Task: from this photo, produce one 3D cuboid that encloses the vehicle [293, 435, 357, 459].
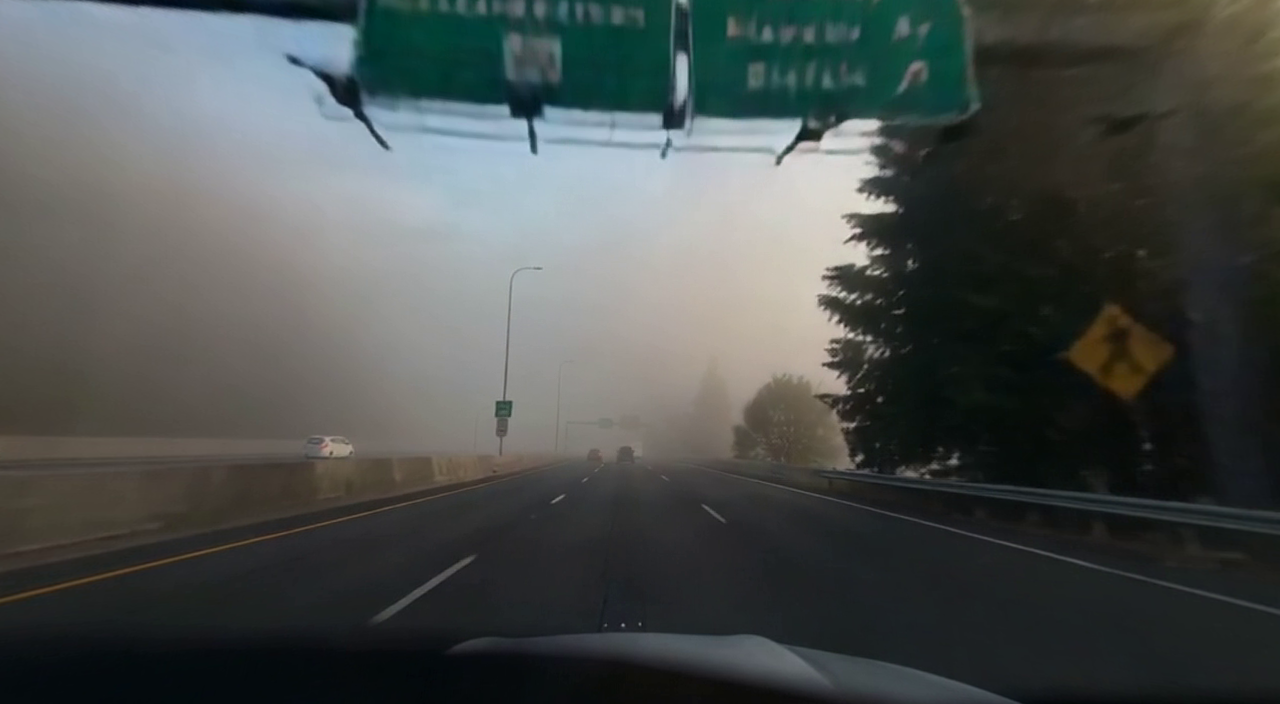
[{"bbox_3d":[-19.653,5.969,39.536,1.901,1.465,4.173,0,-9,-1],"label":"vehicle"}]
